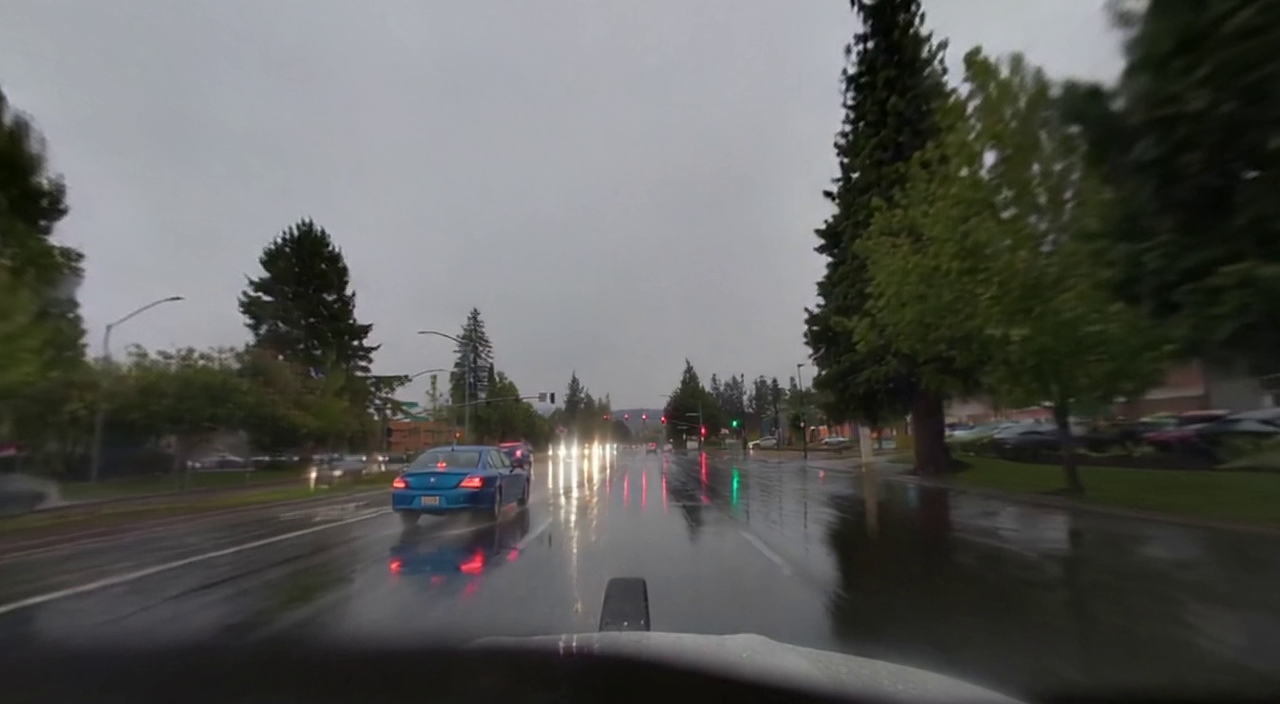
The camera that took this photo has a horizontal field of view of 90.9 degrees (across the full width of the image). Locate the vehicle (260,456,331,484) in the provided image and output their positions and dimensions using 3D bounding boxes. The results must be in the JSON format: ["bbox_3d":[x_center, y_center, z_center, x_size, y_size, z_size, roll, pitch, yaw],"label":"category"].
[{"bbox_3d":[-21.833,7.468,40.170,1.982,1.656,4.316,0,-9,1],"label":"vehicle"}]

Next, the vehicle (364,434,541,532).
[{"bbox_3d":[-3.237,2.353,11.951,1.924,1.480,4.421,0,-9,1],"label":"vehicle"}]
